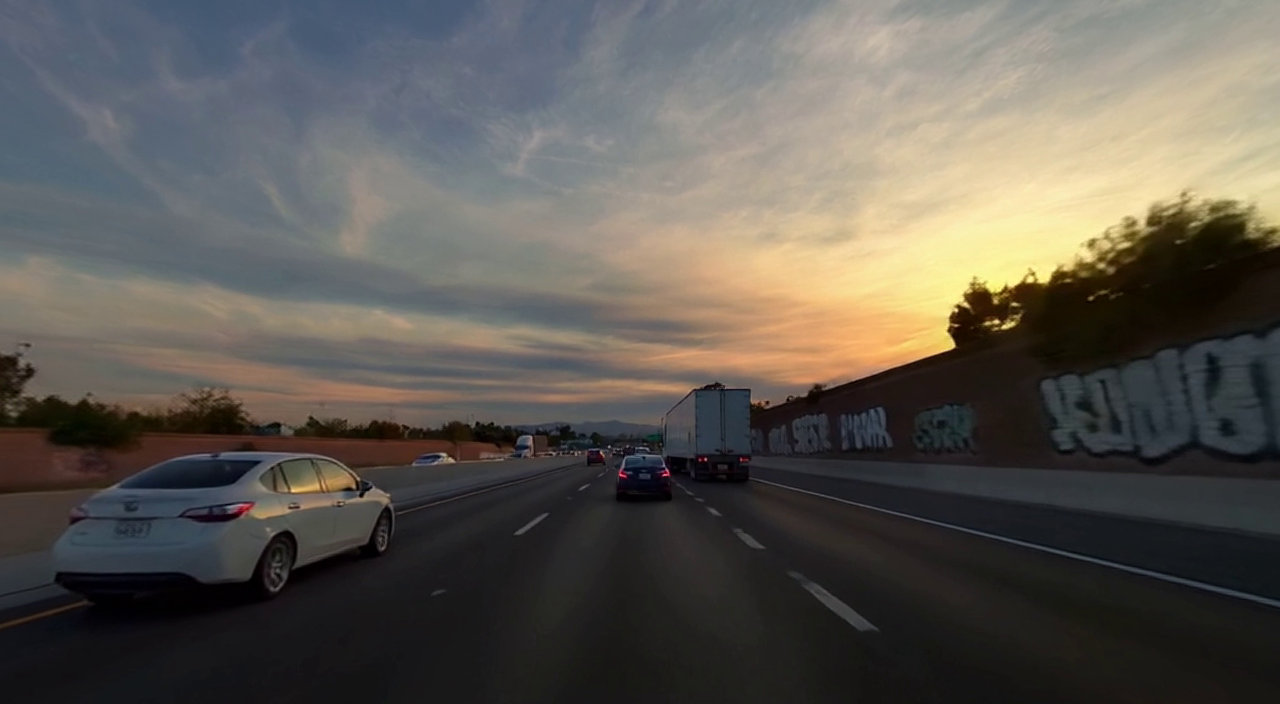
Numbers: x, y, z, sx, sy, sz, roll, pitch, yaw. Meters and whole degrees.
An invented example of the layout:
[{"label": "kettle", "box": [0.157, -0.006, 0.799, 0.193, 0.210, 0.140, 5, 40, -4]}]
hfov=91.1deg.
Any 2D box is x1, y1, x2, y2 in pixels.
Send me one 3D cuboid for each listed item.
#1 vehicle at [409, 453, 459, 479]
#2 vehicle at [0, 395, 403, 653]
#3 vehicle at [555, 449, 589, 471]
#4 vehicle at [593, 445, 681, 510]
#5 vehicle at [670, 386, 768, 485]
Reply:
[{"label": "vehicle", "box": [-12.191, 6.762, 37.461, 1.767, 1.418, 3.555, 0, -9, 0]}, {"label": "vehicle", "box": [-4.433, 1.534, 6.739, 1.988, 1.750, 4.711, 0, -9, -1]}, {"label": "vehicle", "box": [-4.929, 7.941, 46.327, 2.067, 1.481, 4.085, 0, -9, 0]}, {"label": "vehicle", "box": [-0.117, 3.200, 16.584, 2.033, 1.468, 4.015, 0, -9, -1]}, {"label": "vehicle", "box": [3.537, 4.452, 32.747, 2.902, 4.014, 14.446, 0, -9, -1]}]
